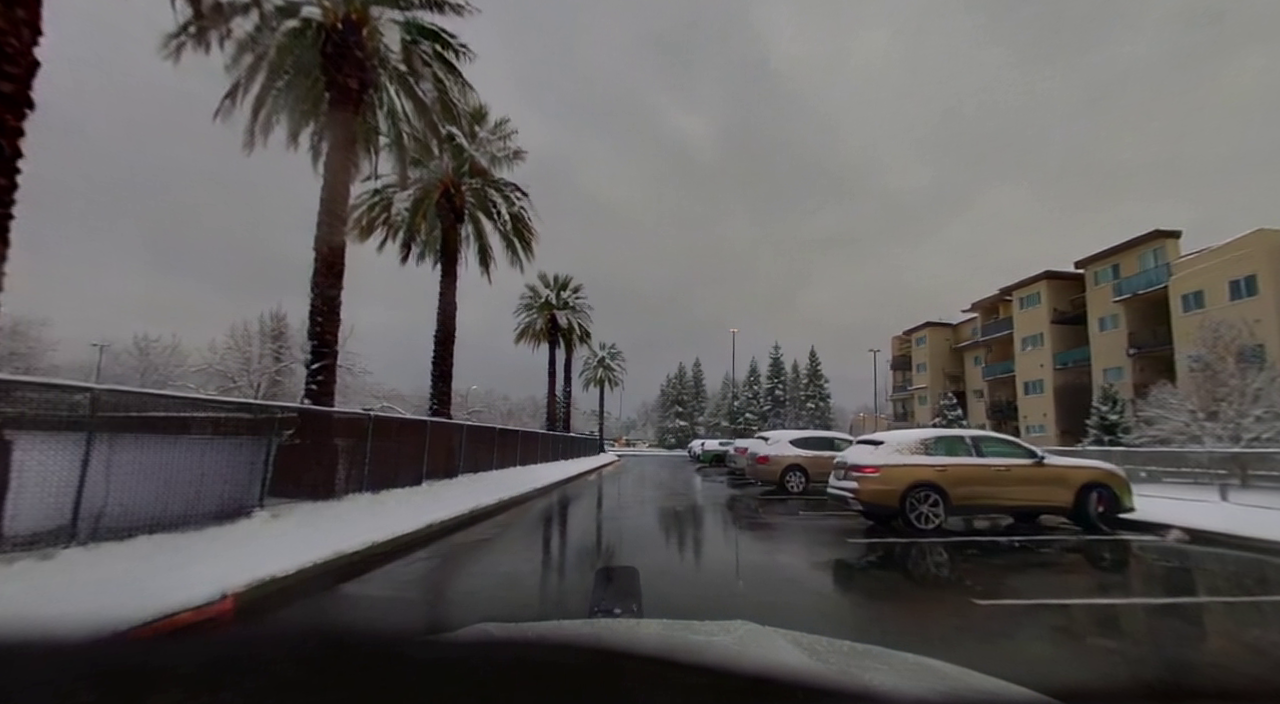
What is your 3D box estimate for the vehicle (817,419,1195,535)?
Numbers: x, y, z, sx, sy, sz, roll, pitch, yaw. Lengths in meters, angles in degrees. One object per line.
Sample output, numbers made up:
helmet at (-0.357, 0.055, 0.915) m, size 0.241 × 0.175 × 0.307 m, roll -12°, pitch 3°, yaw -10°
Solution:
vehicle at (6.146, 2.144, 11.154) m, size 5.381 × 1.826 × 2.047 m, roll 0°, pitch -9°, yaw -2°
